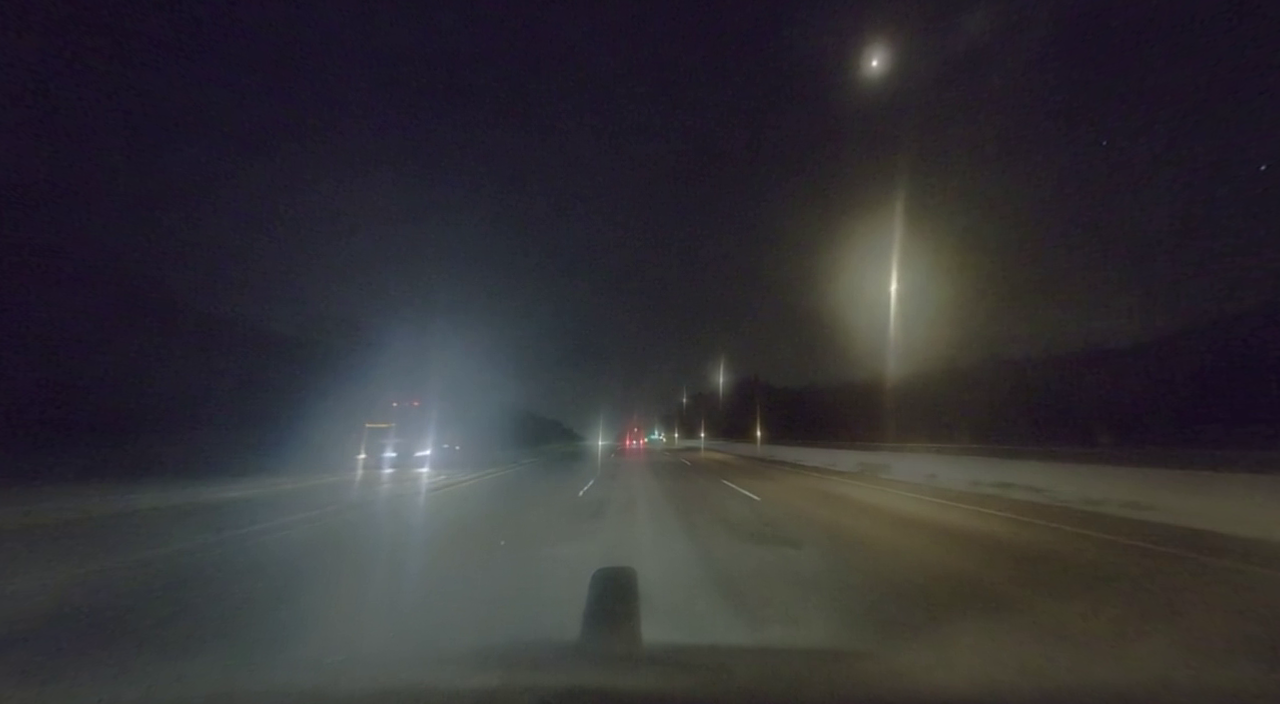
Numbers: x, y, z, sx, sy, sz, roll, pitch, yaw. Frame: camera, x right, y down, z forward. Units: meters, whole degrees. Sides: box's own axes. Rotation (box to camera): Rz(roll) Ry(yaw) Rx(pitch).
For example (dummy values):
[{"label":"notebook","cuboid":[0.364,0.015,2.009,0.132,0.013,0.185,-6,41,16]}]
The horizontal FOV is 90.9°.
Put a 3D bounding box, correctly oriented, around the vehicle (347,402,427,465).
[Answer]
[{"label":"vehicle","cuboid":[-16.851,5.500,42.526,3.027,3.960,5.873,0,-8,-2]}]
